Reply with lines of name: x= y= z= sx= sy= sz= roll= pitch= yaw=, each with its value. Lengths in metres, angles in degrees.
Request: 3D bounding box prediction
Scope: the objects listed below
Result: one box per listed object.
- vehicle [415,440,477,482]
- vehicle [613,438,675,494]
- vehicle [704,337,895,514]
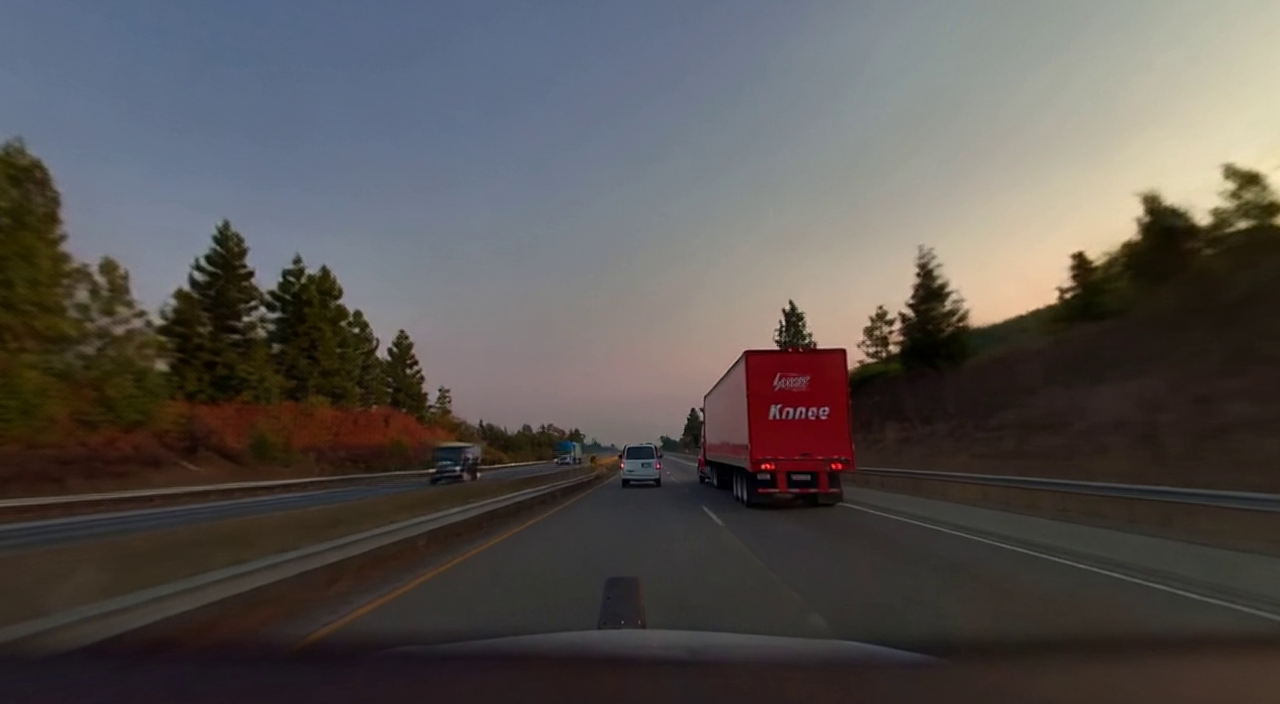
vehicle: x=-12.770 y=7.211 z=41.917 sx=2.227 sy=2.465 sz=5.698 roll=-2 pitch=-9 yaw=1
vehicle: x=0.172 y=4.177 z=23.355 sx=2.105 sy=1.865 sz=4.102 roll=0 pitch=-9 yaw=1
vehicle: x=4.193 y=2.616 z=20.532 sx=3.030 sy=3.985 sz=12.707 roll=0 pitch=-9 yaw=1
